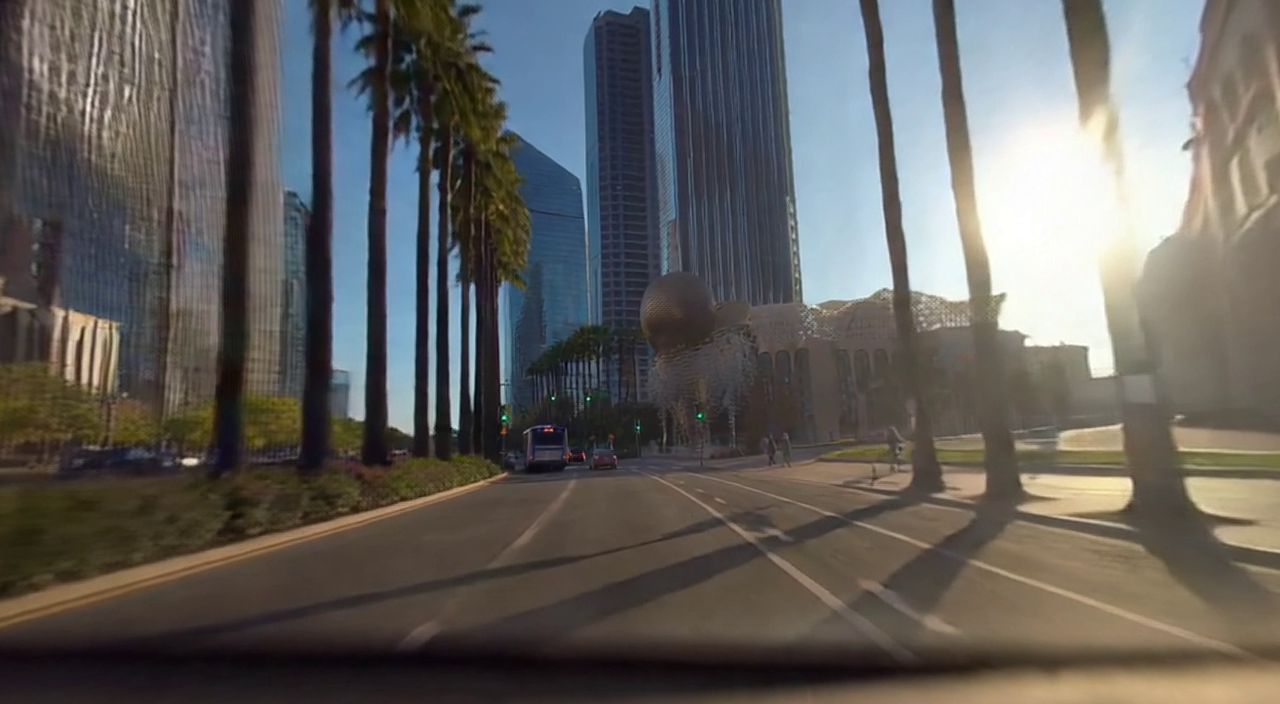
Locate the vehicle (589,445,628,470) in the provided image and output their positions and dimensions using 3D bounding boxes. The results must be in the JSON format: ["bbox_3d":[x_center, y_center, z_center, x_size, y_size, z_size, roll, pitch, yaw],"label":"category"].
[{"bbox_3d":[-1.996,6.496,39.041,2.107,1.481,4.097,1,-8,-7],"label":"vehicle"}]

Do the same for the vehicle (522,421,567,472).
[{"bbox_3d":[-6.276,6.329,42.357,2.678,3.042,8.474,1,-8,-7],"label":"vehicle"}]
